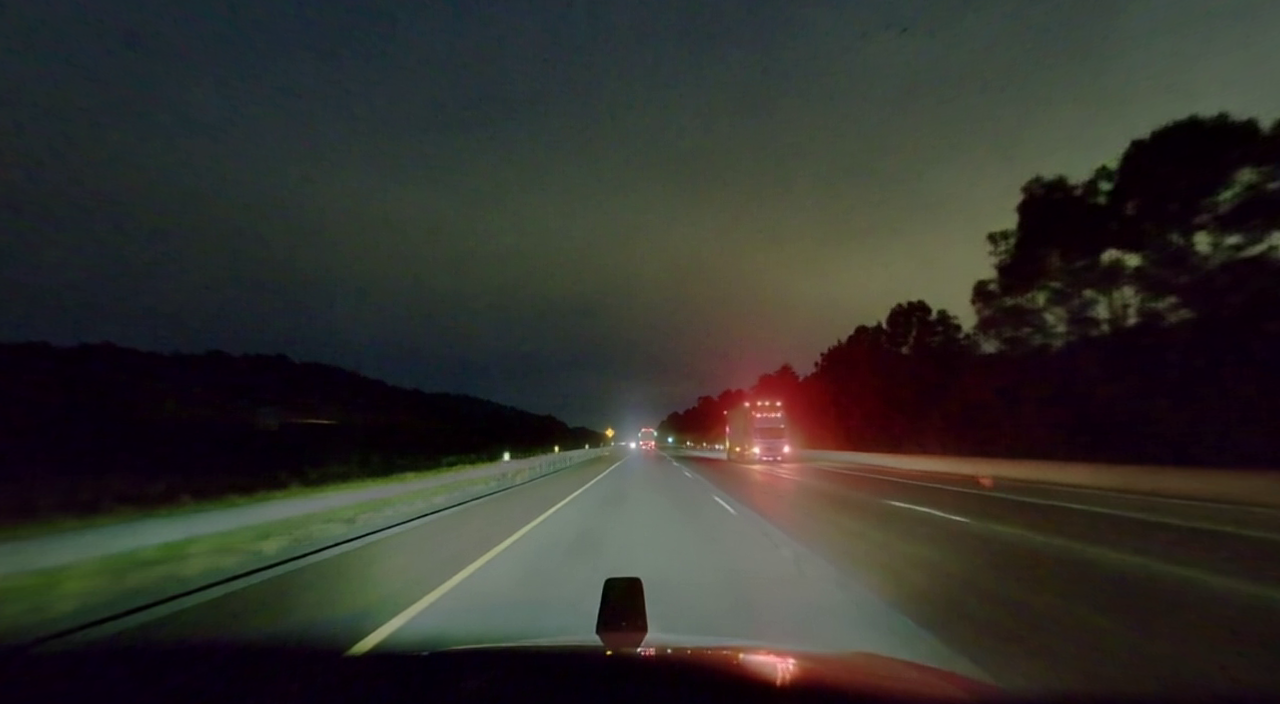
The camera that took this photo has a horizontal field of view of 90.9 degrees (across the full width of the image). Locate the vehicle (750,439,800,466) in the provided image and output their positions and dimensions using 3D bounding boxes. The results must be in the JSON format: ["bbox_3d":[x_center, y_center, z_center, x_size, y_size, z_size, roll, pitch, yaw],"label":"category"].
[{"bbox_3d":[8.565,6.394,40.310,2.611,1.607,3.179,0,-9,2],"label":"vehicle"}]
